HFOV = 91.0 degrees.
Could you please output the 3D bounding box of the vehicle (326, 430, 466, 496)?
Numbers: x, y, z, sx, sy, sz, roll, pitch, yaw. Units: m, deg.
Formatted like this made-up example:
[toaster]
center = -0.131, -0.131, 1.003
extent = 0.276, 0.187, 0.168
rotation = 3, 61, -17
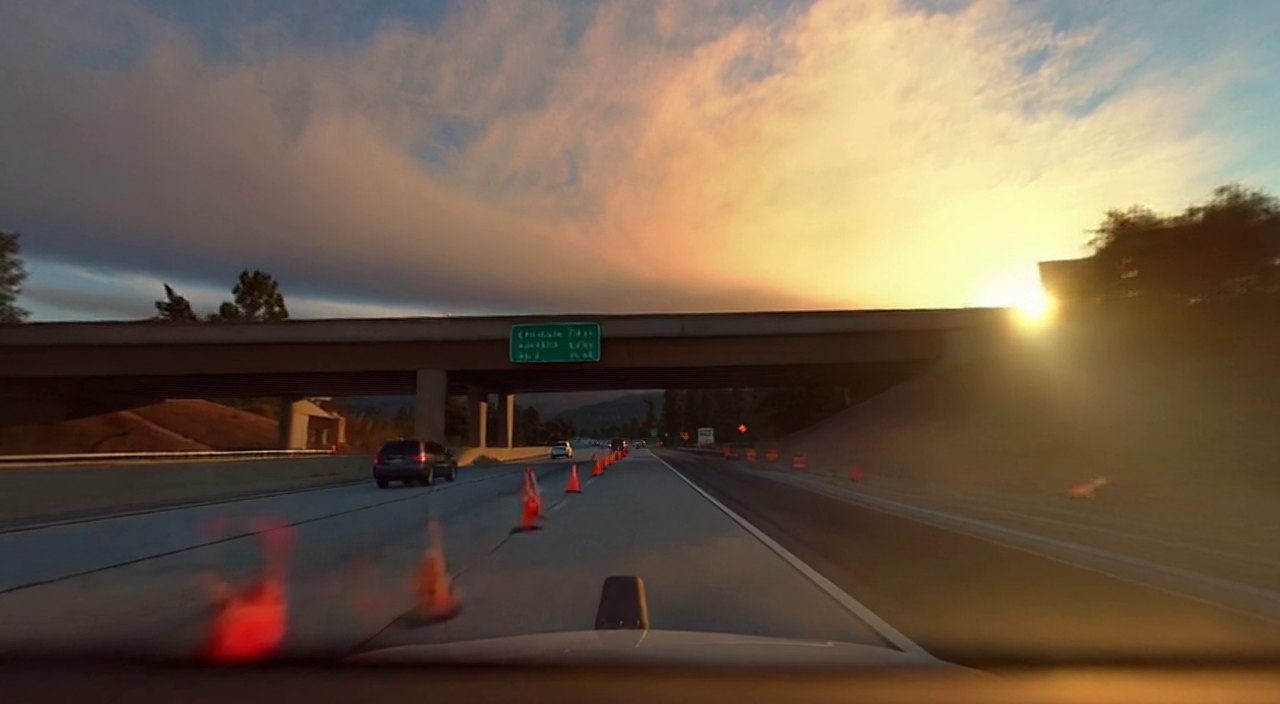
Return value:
[vehicle]
center = -7.107, 3.286, 19.117
extent = 2.169, 1.701, 5.113
rotation = 0, -8, 0
